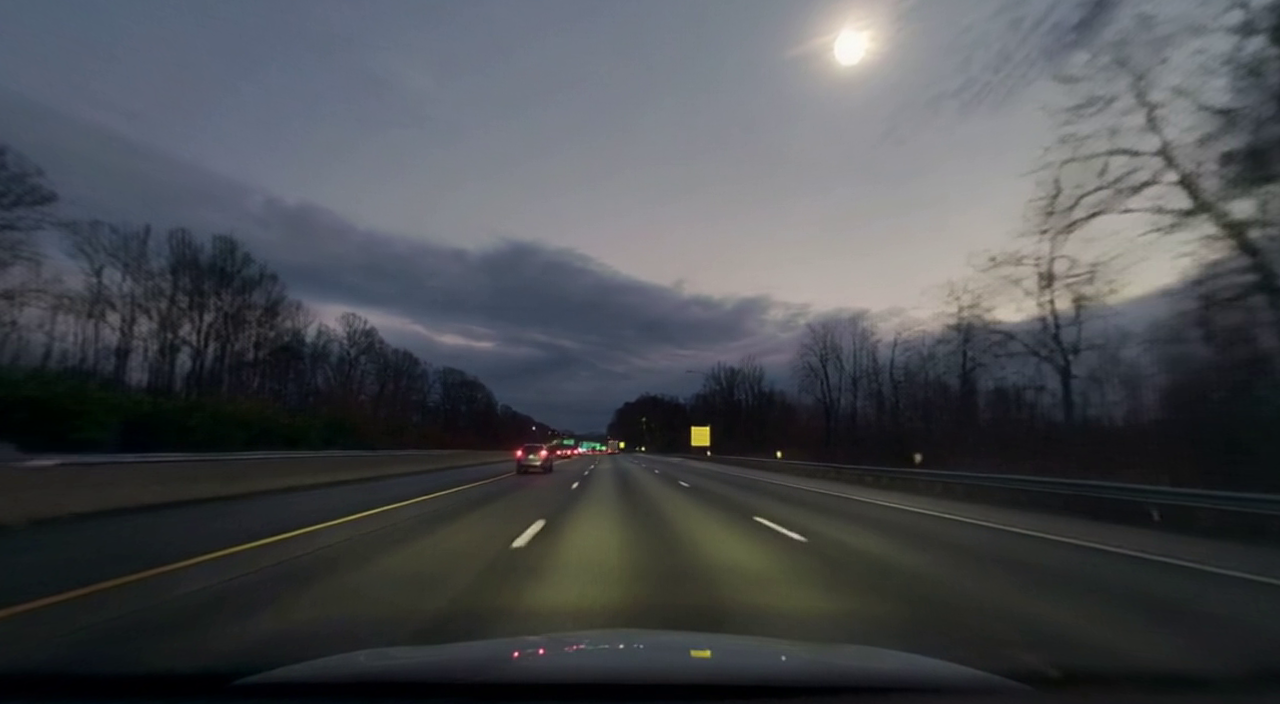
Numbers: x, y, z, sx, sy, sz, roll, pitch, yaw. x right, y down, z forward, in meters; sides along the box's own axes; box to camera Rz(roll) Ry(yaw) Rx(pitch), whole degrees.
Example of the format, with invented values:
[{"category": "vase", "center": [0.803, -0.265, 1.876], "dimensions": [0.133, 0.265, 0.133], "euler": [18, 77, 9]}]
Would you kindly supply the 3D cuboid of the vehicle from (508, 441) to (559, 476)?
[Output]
[{"category": "vehicle", "center": [-5.508, 5.564, 32.941], "dimensions": [2.151, 1.693, 4.201], "euler": [0, -9, -2]}]
